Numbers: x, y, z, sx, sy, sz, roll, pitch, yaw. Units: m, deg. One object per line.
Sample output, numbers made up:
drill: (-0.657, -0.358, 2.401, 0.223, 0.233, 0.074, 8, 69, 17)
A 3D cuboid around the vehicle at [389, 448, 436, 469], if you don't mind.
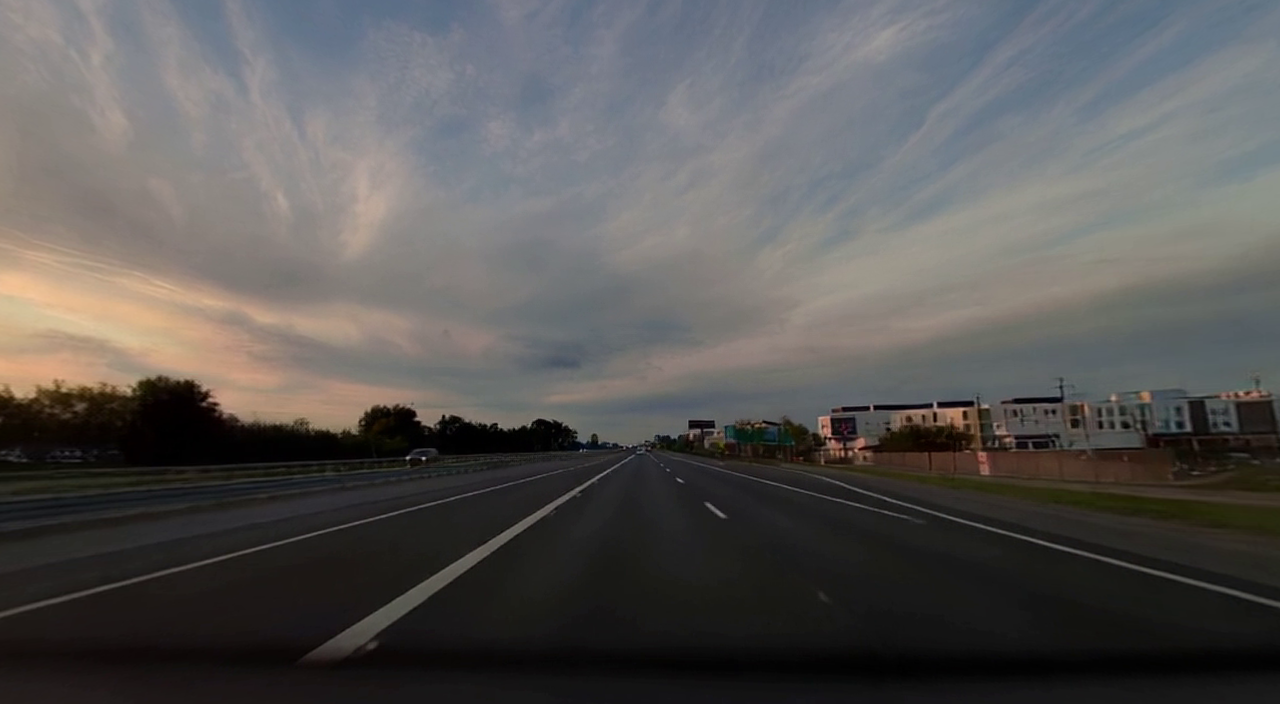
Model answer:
vehicle: (-17.443, 8.146, 48.394, 1.862, 1.505, 4.368, 0, -9, 2)
